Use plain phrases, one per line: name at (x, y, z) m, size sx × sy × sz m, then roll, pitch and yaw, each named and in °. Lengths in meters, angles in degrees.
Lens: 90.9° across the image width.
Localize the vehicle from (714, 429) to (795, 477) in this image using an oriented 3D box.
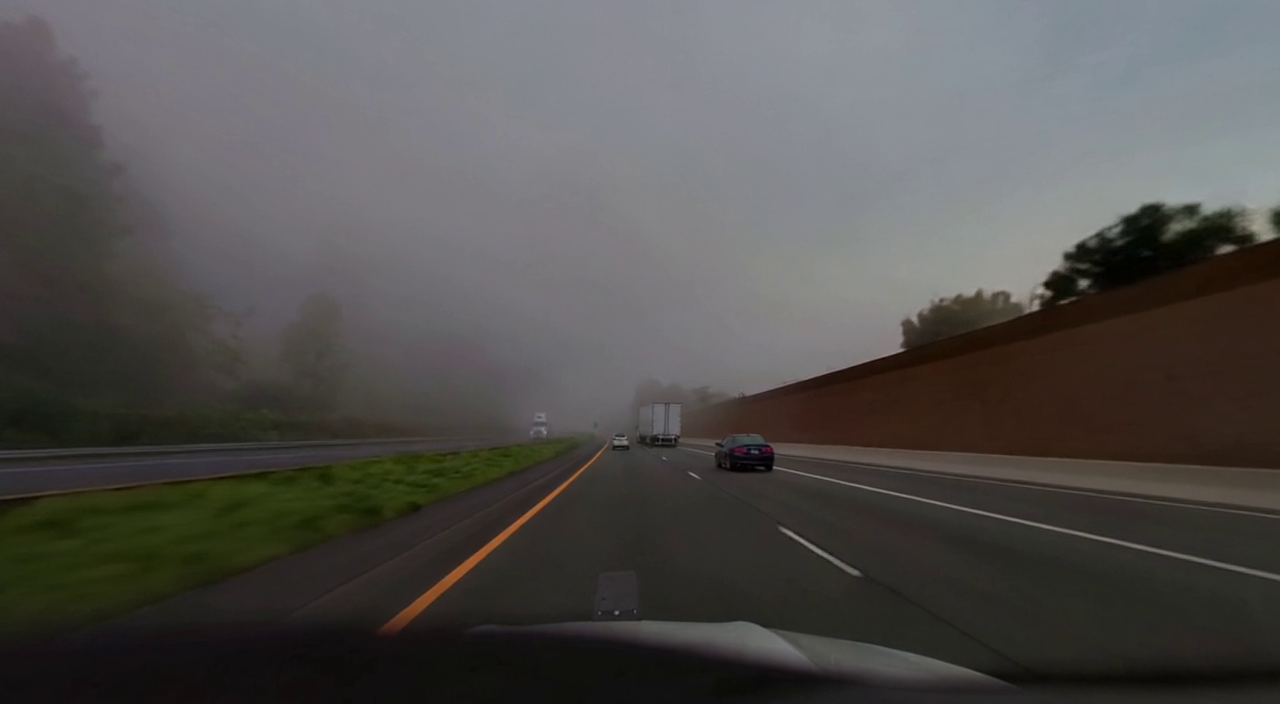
vehicle at (3.779, 3.393, 21.588) m, size 1.813 × 1.454 × 4.197 m, roll 0°, pitch -7°, yaw -3°
